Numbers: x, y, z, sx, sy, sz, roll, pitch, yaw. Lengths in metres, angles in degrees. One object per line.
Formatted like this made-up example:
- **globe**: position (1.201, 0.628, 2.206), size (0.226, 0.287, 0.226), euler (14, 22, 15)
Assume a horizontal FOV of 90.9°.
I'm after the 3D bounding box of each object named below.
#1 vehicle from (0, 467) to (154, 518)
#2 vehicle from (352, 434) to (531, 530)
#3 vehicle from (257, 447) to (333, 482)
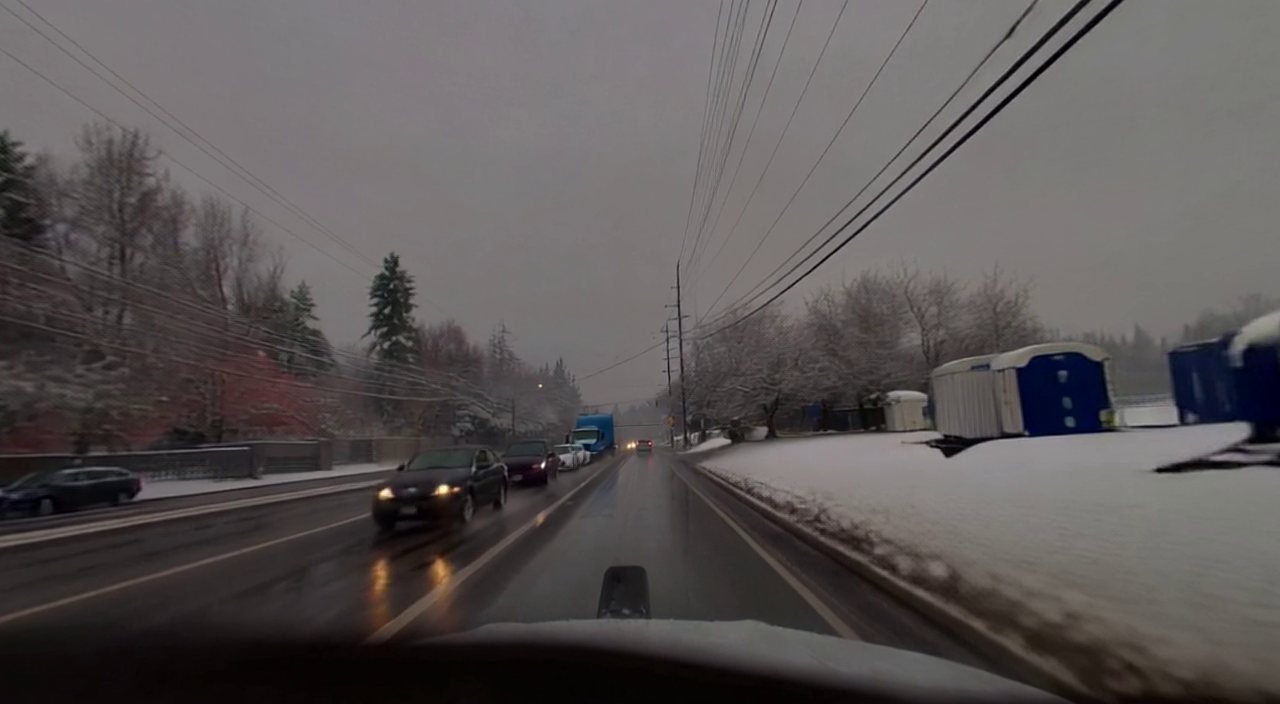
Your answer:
- **vehicle**: position (-20.678, 5.076, 23.150), size (2.231, 1.478, 4.603), euler (1, -8, -5)
- **vehicle**: position (-3.456, 2.339, 11.936), size (1.998, 1.466, 4.124), euler (0, -8, 1)
- **vehicle**: position (-22.685, 7.376, 41.714), size (2.241, 2.143, 5.321), euler (1, -8, -4)
